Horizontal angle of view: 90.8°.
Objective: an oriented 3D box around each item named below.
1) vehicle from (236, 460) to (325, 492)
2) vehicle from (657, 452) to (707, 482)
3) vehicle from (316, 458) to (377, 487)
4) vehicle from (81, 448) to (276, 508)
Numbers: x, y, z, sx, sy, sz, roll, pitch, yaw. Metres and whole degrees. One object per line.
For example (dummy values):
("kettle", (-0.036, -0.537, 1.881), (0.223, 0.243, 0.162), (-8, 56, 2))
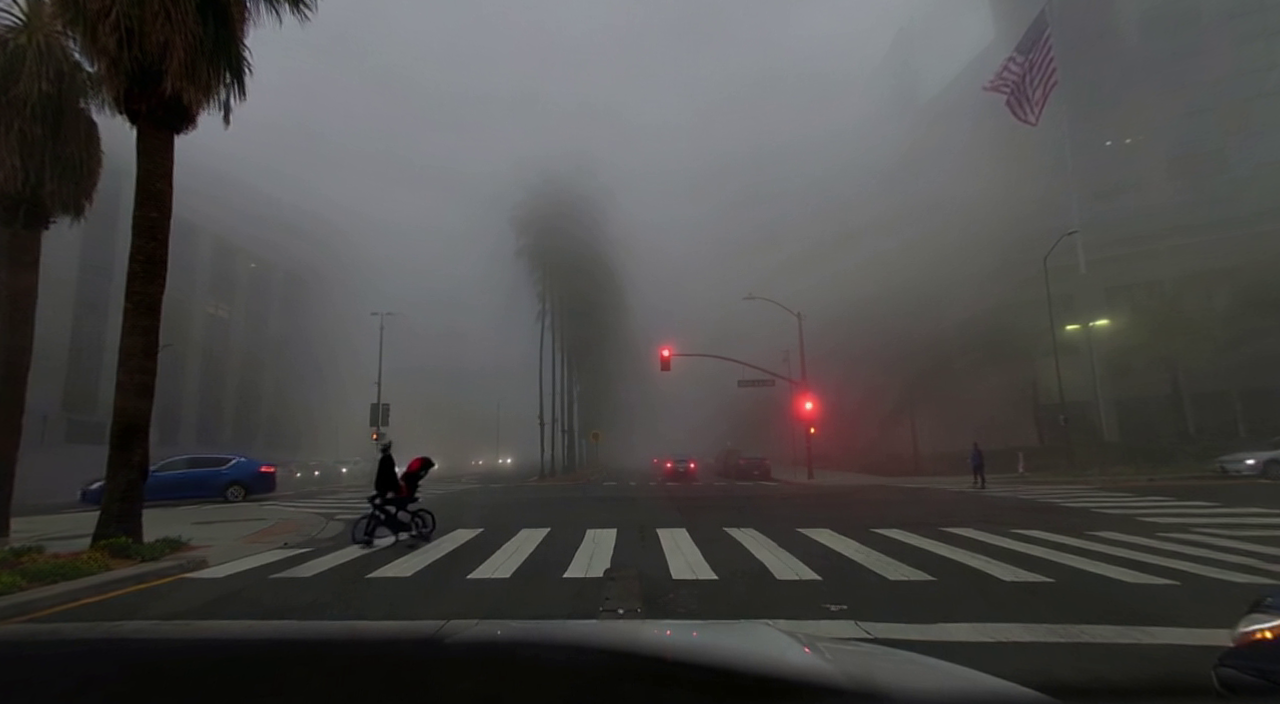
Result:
("vehicle", (-19.969, 6.901, 35.383), (2.069, 1.540, 4.774), (0, -8, 1))
("vehicle", (2.341, 6.603, 36.482), (2.000, 1.525, 4.273), (1, -9, -9))
("vehicle", (-20.115, 8.261, 43.530), (2.043, 1.745, 4.420), (0, -8, 1))
("vehicle", (-13.890, 3.782, 19.424), (4.499, 1.594, 1.898), (4, -10, -27))
